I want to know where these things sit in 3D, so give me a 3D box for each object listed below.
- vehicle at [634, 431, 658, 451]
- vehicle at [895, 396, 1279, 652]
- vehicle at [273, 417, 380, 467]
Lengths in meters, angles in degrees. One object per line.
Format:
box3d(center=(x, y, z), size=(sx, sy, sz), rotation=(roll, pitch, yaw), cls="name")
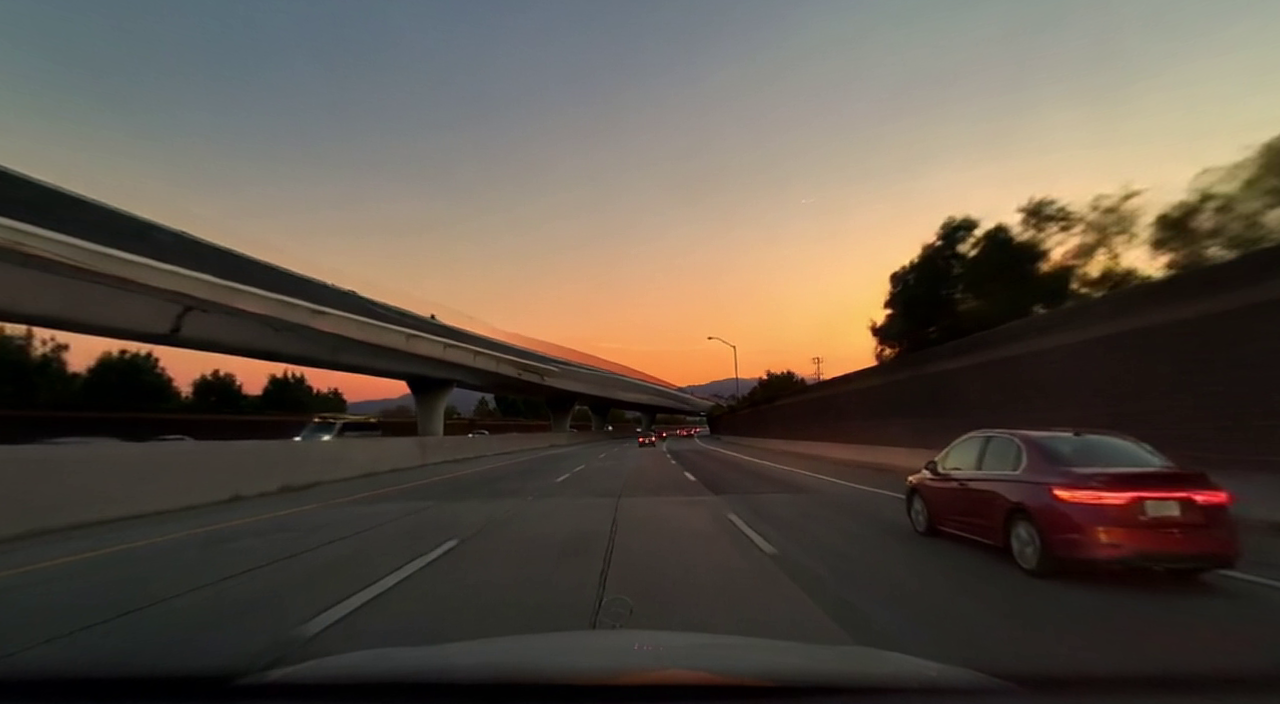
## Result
box3d(center=(0.430, 6.793, 48.032), size=(1.771, 1.480, 3.781), rotation=(0, -8, 0), cls="vehicle")
box3d(center=(4.045, 1.291, 5.722), size=(1.834, 1.548, 3.651), rotation=(0, -8, -1), cls="vehicle")
box3d(center=(-15.685, 4.536, 31.940), size=(2.370, 2.311, 5.764), rotation=(0, -8, 1), cls="vehicle")
